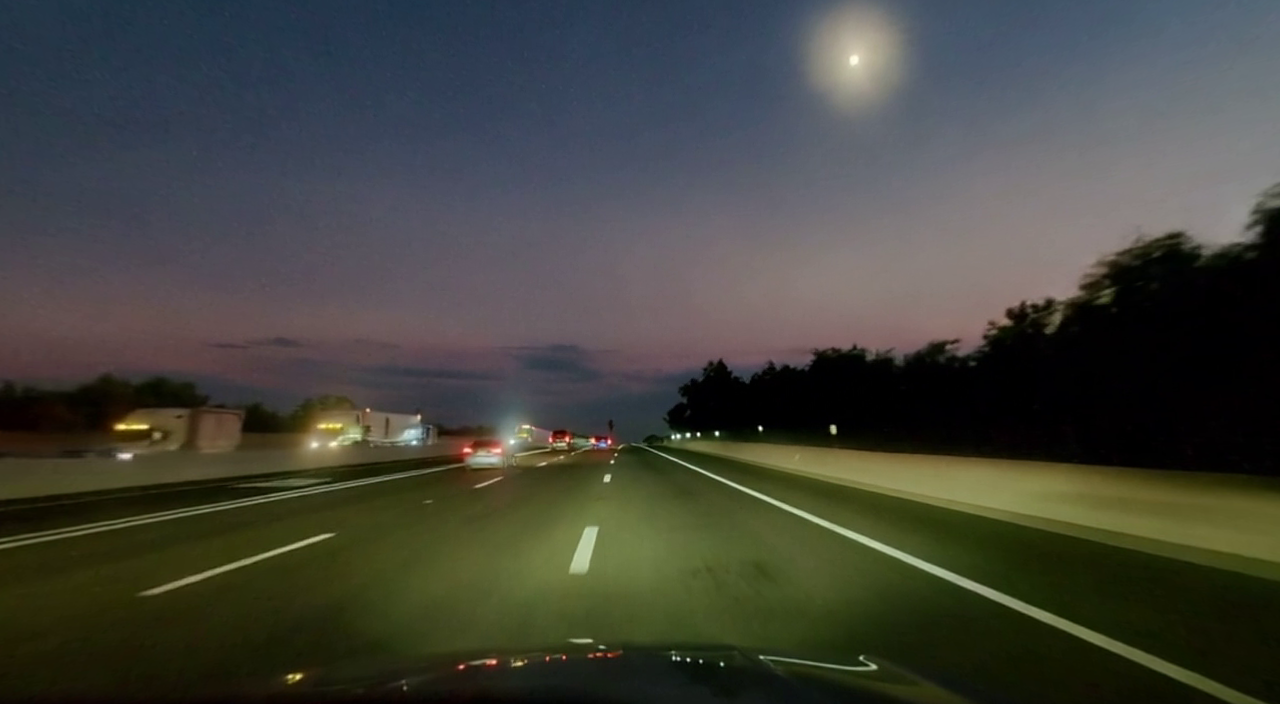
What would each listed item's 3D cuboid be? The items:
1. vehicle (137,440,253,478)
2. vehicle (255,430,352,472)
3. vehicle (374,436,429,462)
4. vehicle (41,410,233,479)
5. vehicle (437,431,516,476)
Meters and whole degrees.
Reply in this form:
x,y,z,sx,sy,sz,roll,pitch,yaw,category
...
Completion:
x,y,z,sx,sy,sz,roll,pitch,yaw,category
-18.795,4.513,26.836,1.858,1.457,4.357,0,-8,-1,vehicle
-14.487,4.268,27.358,2.048,1.676,3.910,0,-8,-1,vehicle
-14.528,5.904,38.475,1.944,1.476,3.686,0,-8,0,vehicle
-22.570,4.209,28.901,3.016,2.733,7.070,0,-8,-1,vehicle
-6.182,3.874,24.338,1.953,1.550,4.167,0,-8,0,vehicle
